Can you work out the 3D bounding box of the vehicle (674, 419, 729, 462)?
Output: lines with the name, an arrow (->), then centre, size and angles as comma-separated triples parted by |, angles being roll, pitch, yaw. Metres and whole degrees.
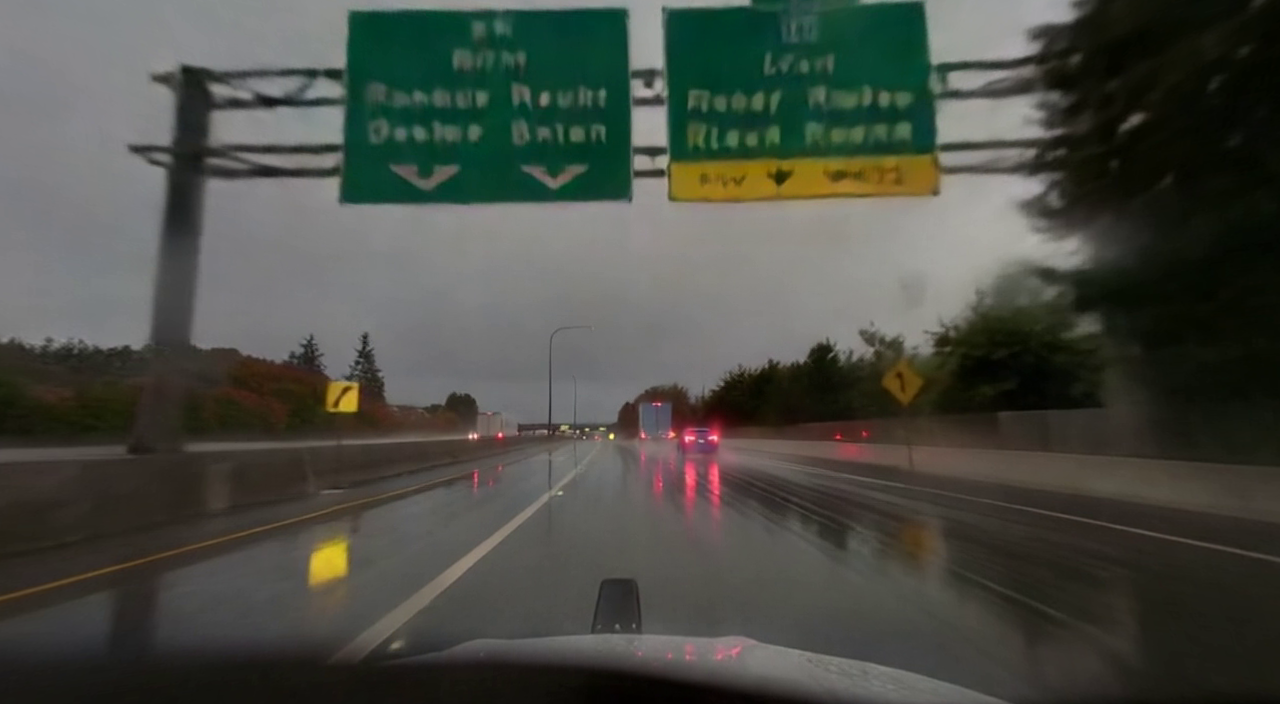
vehicle -> 2.924, 4.316, 30.799 | 2.076, 1.914, 4.287 | 0, -8, -2
